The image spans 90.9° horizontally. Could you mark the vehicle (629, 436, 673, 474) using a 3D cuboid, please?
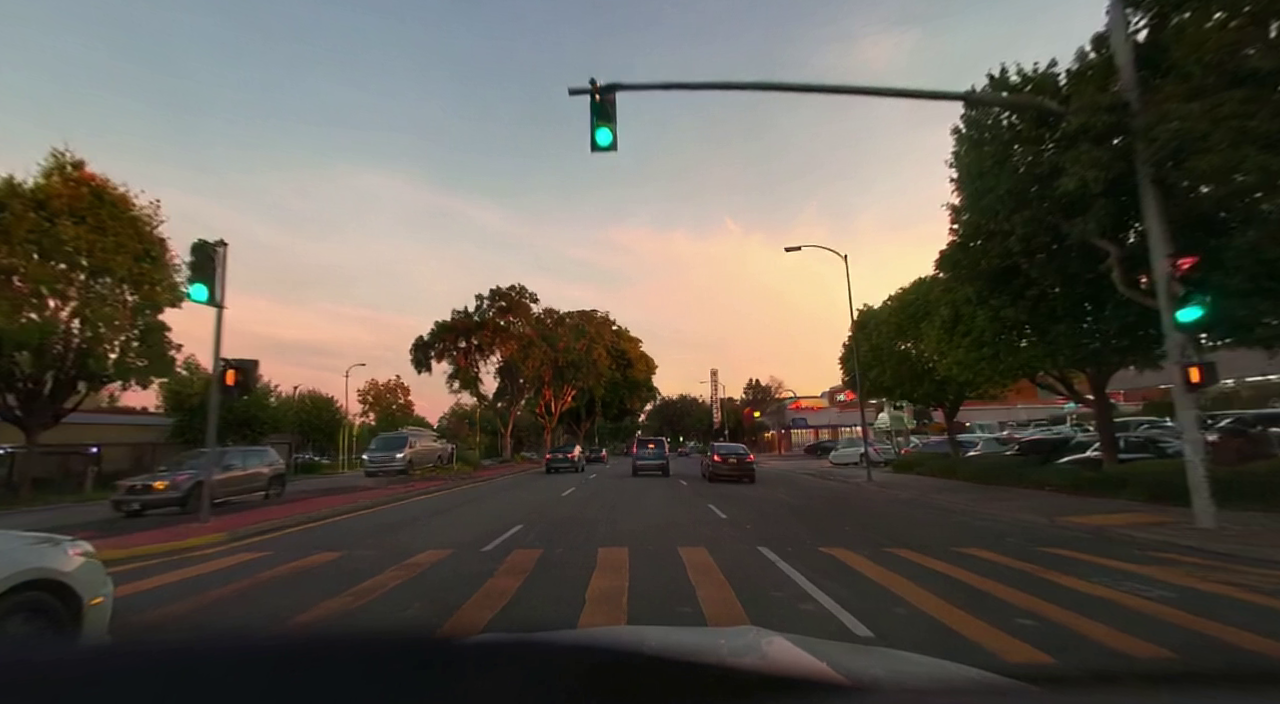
[{"bbox_3d":[0.526,5.364,32.938,2.193,1.873,4.033,0,-9,0],"label":"vehicle"}]

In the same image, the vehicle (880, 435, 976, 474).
[{"bbox_3d":[11.950,4.287,26.529,1.959,1.472,4.473,0,-9,1],"label":"vehicle"}]

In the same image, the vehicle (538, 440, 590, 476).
[{"bbox_3d":[-3.741,5.298,31.622,2.026,1.665,4.193,0,-9,1],"label":"vehicle"}]

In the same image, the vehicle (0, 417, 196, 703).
[{"bbox_3d":[-3.981,0.912,2.031,1.908,1.481,4.351,0,-9,0],"label":"vehicle"}]

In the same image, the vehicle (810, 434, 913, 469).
[{"bbox_3d":[11.695,5.256,33.333,4.808,1.712,2.061,-5,-10,28],"label":"vehicle"}]

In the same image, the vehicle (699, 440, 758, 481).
[{"bbox_3d":[3.699,4.580,26.824,1.922,1.579,3.642,0,-9,-1],"label":"vehicle"}]

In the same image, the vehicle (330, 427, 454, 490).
[{"bbox_3d":[-9.177,4.013,24.125,2.328,2.093,5.956,0,-9,0],"label":"vehicle"}]
